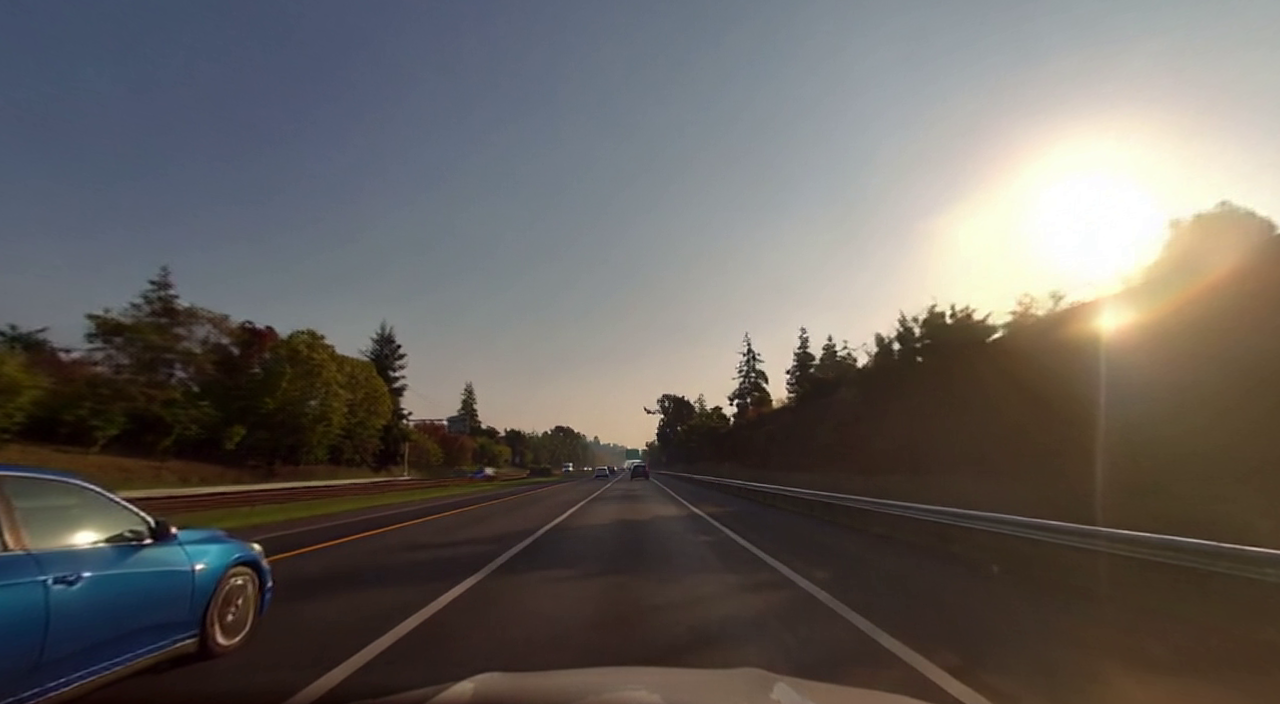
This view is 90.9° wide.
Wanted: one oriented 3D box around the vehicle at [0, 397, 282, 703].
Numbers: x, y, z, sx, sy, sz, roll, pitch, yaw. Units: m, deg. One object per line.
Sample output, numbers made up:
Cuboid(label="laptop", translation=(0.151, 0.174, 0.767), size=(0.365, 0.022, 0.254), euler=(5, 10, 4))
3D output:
Cuboid(label="vehicle", translation=(-3.478, 0.887, 2.224), size=(2.017, 1.516, 4.041), euler=(1, -11, 0))
